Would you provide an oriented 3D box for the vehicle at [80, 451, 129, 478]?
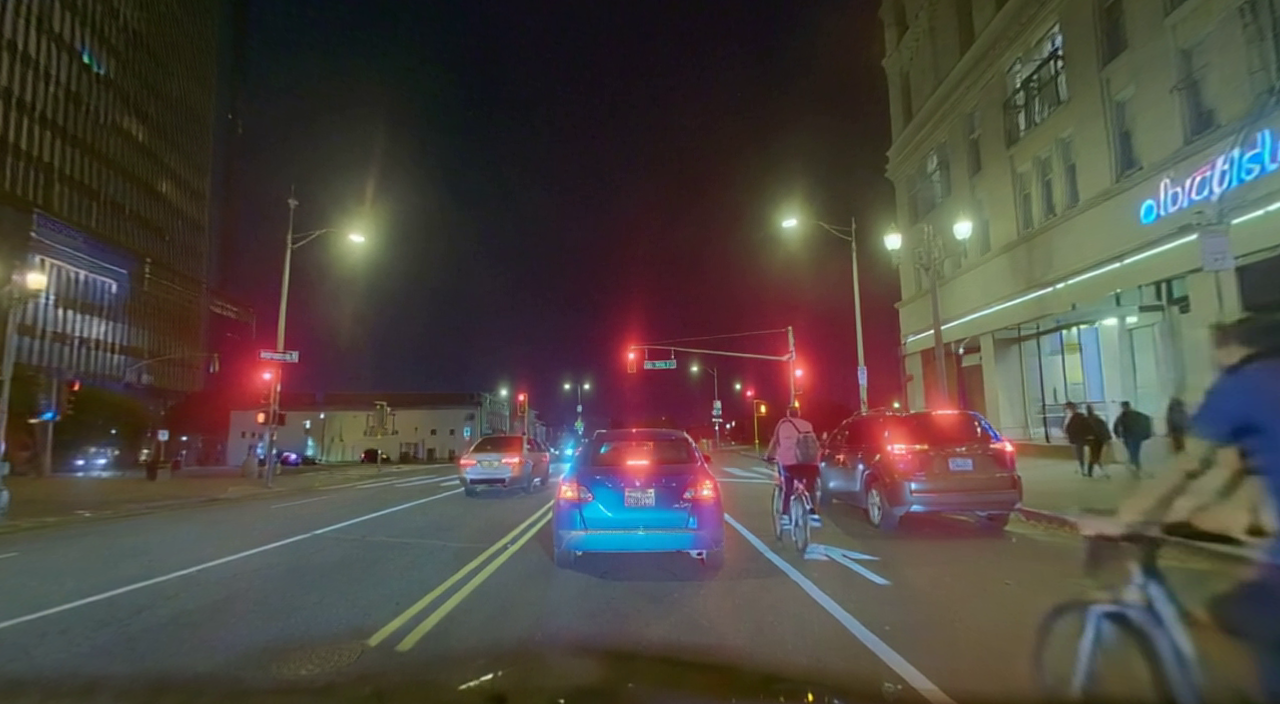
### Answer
[{"bbox_3d":[-37.994,7.921,44.672,2.264,1.722,4.721,7,-12,-42],"label":"vehicle"}]

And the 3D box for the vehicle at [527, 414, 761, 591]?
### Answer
[{"bbox_3d":[0.012,1.655,7.735,2.091,1.557,4.000,0,-9,-1],"label":"vehicle"}]

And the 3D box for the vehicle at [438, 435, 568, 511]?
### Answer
[{"bbox_3d":[-2.944,2.707,14.626,2.039,1.452,4.489,0,-9,-1],"label":"vehicle"}]

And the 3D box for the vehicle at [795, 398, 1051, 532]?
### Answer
[{"bbox_3d":[4.508,1.911,11.136,2.142,1.829,4.767,0,-9,-2],"label":"vehicle"}]
